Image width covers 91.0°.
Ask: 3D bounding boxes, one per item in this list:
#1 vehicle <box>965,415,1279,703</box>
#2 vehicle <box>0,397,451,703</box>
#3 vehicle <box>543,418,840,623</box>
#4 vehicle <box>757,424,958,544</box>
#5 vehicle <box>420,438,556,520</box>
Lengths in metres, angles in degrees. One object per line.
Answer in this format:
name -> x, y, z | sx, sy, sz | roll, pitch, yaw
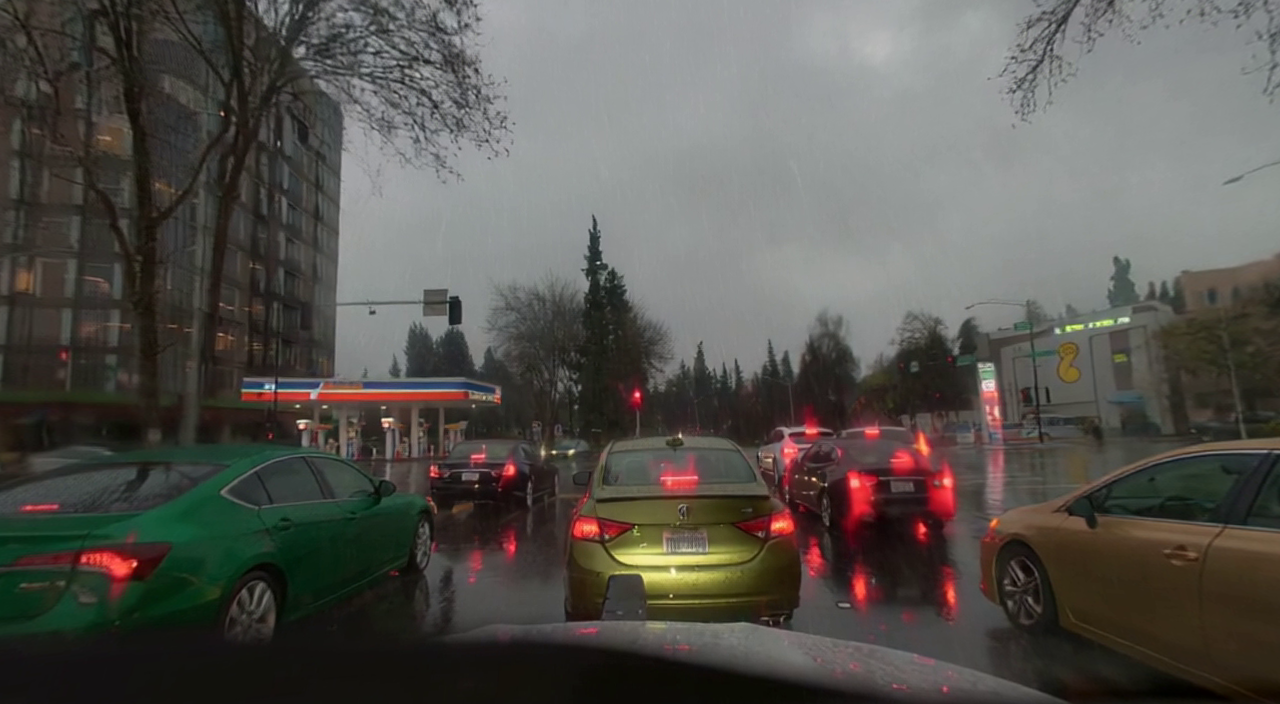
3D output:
vehicle -> 4.174, 1.136, 3.610 | 1.950, 1.497, 4.686 | 0, -9, -3
vehicle -> -3.013, 1.249, 4.613 | 1.887, 1.493, 4.255 | 0, -9, 1
vehicle -> 0.330, 1.586, 6.940 | 2.220, 1.507, 4.317 | 0, -9, -2
vehicle -> 3.378, 2.132, 10.793 | 1.947, 1.630, 4.127 | 0, -9, 0
vehicle -> -3.078, 2.648, 13.708 | 1.867, 1.474, 4.237 | 0, -9, 1
